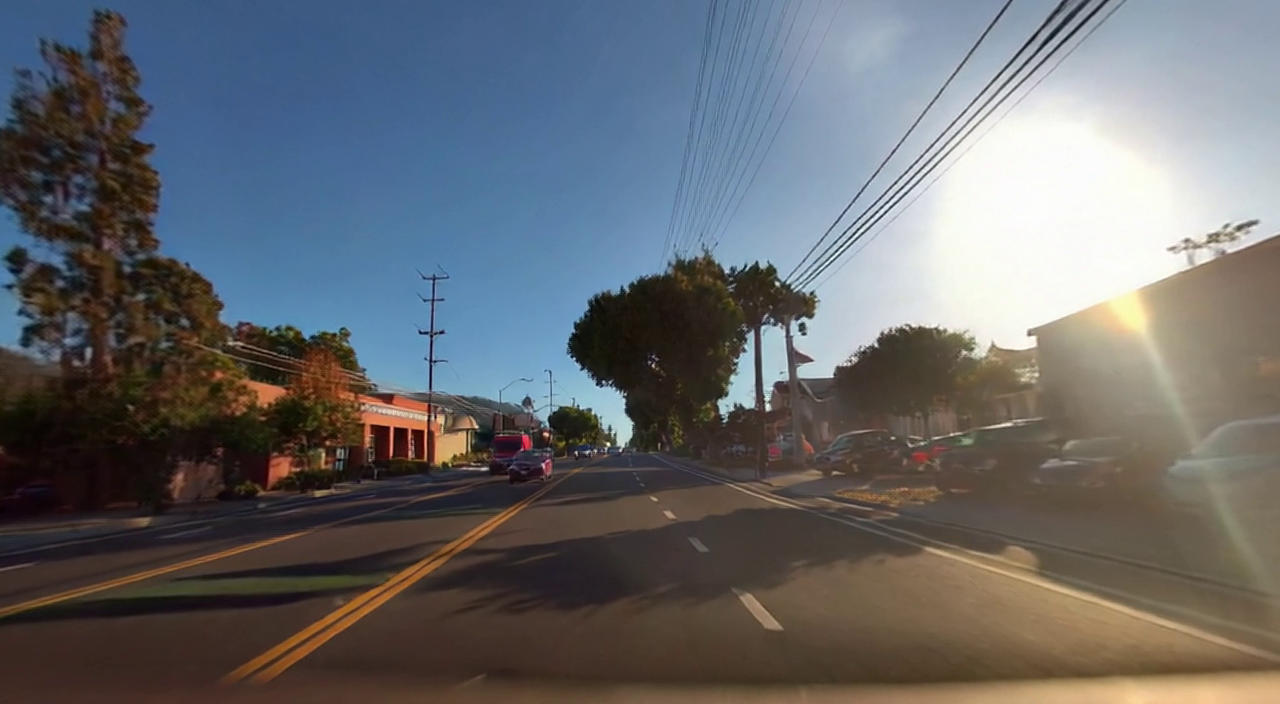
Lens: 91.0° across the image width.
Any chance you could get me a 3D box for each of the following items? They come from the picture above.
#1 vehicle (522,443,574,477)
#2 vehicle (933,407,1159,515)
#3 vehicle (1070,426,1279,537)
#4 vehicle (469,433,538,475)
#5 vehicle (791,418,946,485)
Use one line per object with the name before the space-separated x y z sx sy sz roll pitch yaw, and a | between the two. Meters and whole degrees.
vehicle | -4.526 5.399 31.709 1.998 1.562 4.433 0 -8 -1
vehicle | 9.465 2.427 14.532 5.414 2.035 2.476 6 -10 -36
vehicle | 9.906 2.145 11.114 4.667 1.548 2.143 5 -10 -34
vehicle | -8.418 6.383 39.819 2.909 2.362 7.390 0 -8 -1
vehicle | 9.138 3.863 24.837 6.532 2.291 2.575 6 -11 -38
